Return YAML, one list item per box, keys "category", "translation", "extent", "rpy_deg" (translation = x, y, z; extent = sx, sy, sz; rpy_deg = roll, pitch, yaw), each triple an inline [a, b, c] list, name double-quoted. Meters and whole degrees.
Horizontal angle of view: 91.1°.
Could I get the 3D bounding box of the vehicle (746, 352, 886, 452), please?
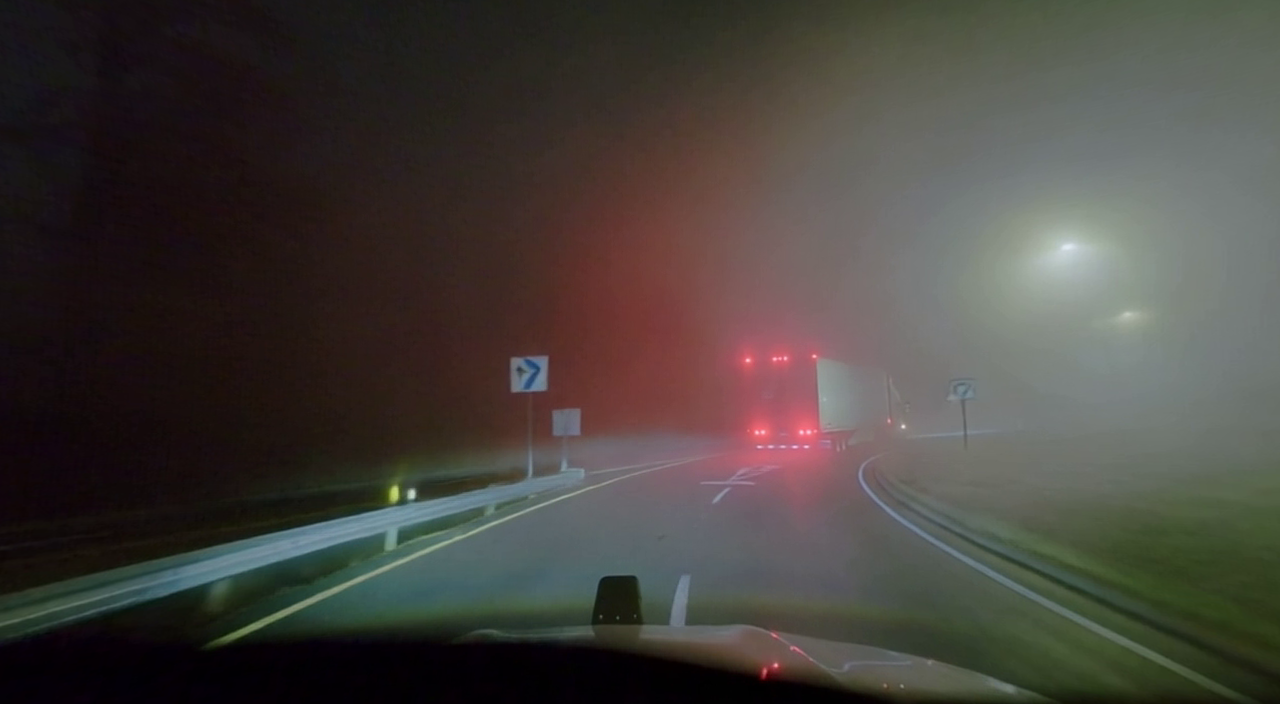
- category: "vehicle"
  translation: [8.313, 2.534, 28.335]
  extent: [2.837, 3.712, 10.484]
  rpy_deg: [-5, -9, 33]
